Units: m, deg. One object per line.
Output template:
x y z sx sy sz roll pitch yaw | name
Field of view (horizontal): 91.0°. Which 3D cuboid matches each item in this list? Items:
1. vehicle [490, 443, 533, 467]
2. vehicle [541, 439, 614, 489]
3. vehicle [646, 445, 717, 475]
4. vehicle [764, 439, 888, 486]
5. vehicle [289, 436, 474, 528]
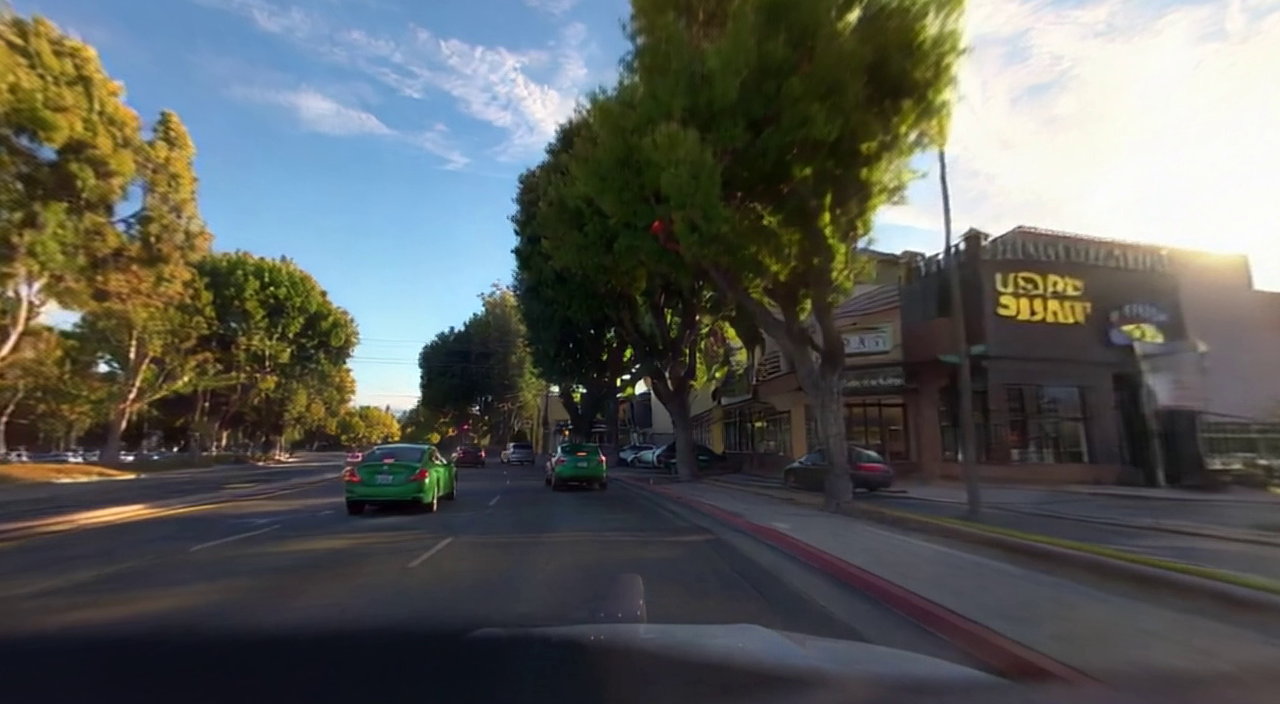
-8.306 6.565 40.443 1.920 1.416 4.310 3 -9 -22 | vehicle
-2.227 3.739 21.415 2.001 1.483 4.442 2 -9 -11 | vehicle
2.213 5.886 34.669 1.952 1.547 4.091 5 -10 -29 | vehicle
7.476 4.477 25.858 2.095 1.697 4.801 4 -9 -27 | vehicle
-4.878 2.492 12.801 2.105 1.477 4.857 1 -8 -5 | vehicle
